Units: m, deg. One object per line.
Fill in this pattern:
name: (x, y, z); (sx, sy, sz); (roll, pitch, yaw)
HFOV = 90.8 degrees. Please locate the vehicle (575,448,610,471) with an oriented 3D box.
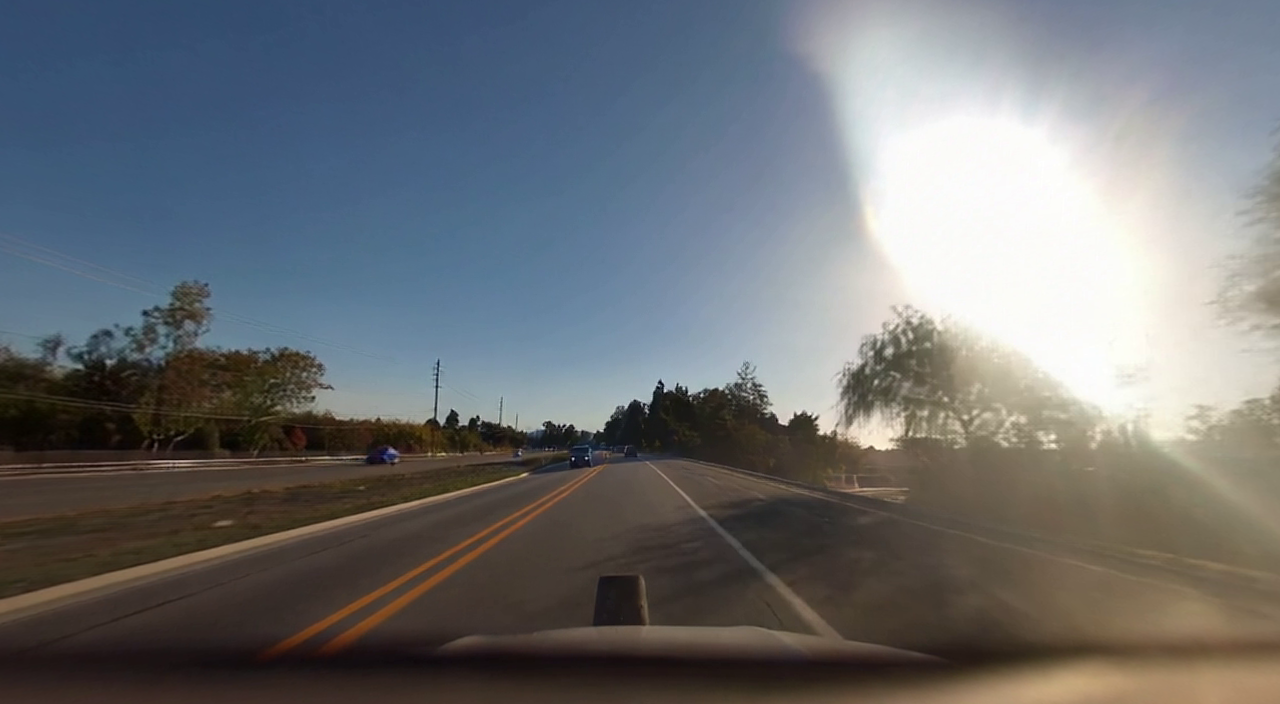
vehicle: (-3.242, 7.483, 44.103); (1.722, 1.523, 3.736); (-1, -9, 7)
